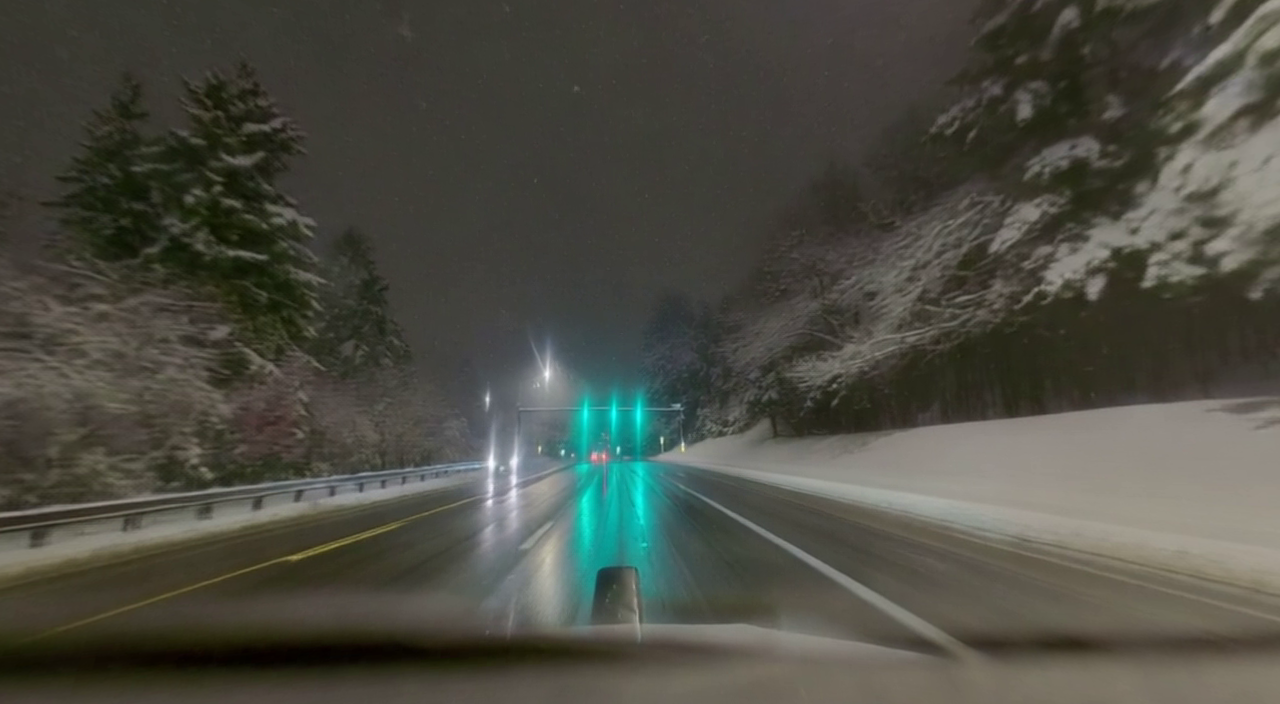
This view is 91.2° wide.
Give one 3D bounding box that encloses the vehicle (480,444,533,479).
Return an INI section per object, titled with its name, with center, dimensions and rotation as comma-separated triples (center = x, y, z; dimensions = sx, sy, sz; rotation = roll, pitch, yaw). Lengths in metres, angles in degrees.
[vehicle]
center = -6.989, 5.767, 33.243
dimensions = 2.017, 1.725, 4.115
rotation = 0, -9, -2
